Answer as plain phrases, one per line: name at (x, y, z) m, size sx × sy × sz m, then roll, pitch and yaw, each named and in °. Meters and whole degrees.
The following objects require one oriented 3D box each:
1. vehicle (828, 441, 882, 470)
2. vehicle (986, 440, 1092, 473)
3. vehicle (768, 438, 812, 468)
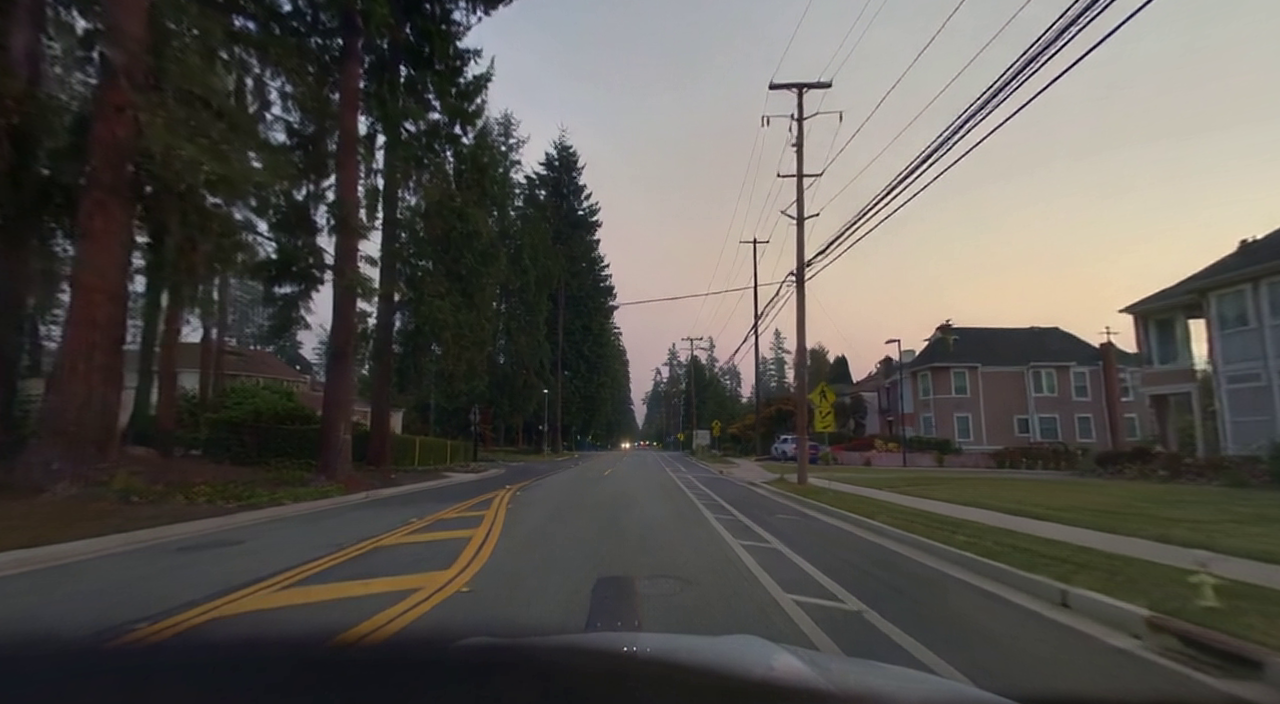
vehicle at (13.570, 6.546, 39.940) m, size 1.935 × 1.683 × 4.669 m, roll 0°, pitch -9°, yaw 2°
vehicle at (21.074, 5.507, 33.384) m, size 3.943 × 1.664 × 2.391 m, roll 0°, pitch -8°, yaw -1°
vehicle at (10.296, 6.979, 43.532) m, size 1.912 × 1.953 × 4.651 m, roll 0°, pitch -9°, yaw 0°
